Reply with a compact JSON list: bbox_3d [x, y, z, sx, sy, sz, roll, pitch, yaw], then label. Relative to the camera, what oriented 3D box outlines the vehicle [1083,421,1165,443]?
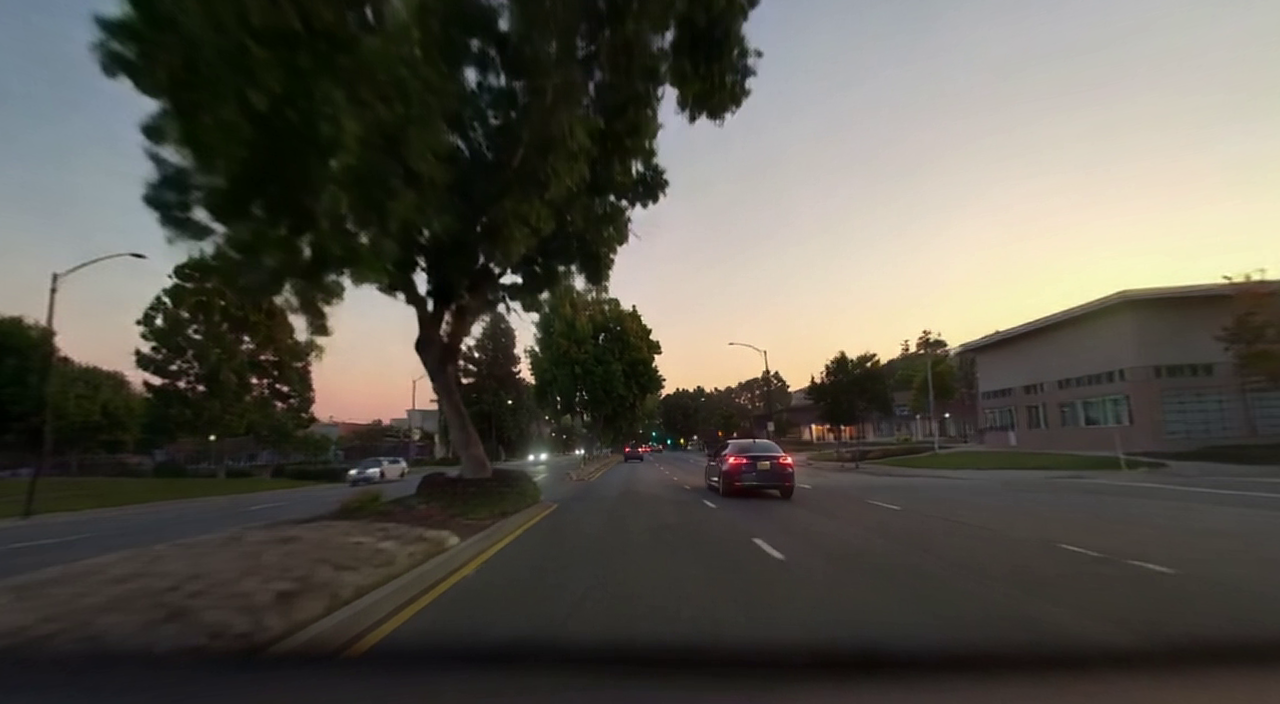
[{"bbox_3d":[34.102,5.675,44.537,4.273,1.517,1.815,0,-9,-2],"label":"vehicle"}]

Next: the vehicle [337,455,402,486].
[{"bbox_3d":[-16.230,7.101,38.121,1.913,1.658,4.465,0,-9,0],"label":"vehicle"}]

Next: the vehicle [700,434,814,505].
[{"bbox_3d":[2.920,3.063,16.932,1.995,1.616,4.729,0,-9,-2],"label":"vehicle"}]
